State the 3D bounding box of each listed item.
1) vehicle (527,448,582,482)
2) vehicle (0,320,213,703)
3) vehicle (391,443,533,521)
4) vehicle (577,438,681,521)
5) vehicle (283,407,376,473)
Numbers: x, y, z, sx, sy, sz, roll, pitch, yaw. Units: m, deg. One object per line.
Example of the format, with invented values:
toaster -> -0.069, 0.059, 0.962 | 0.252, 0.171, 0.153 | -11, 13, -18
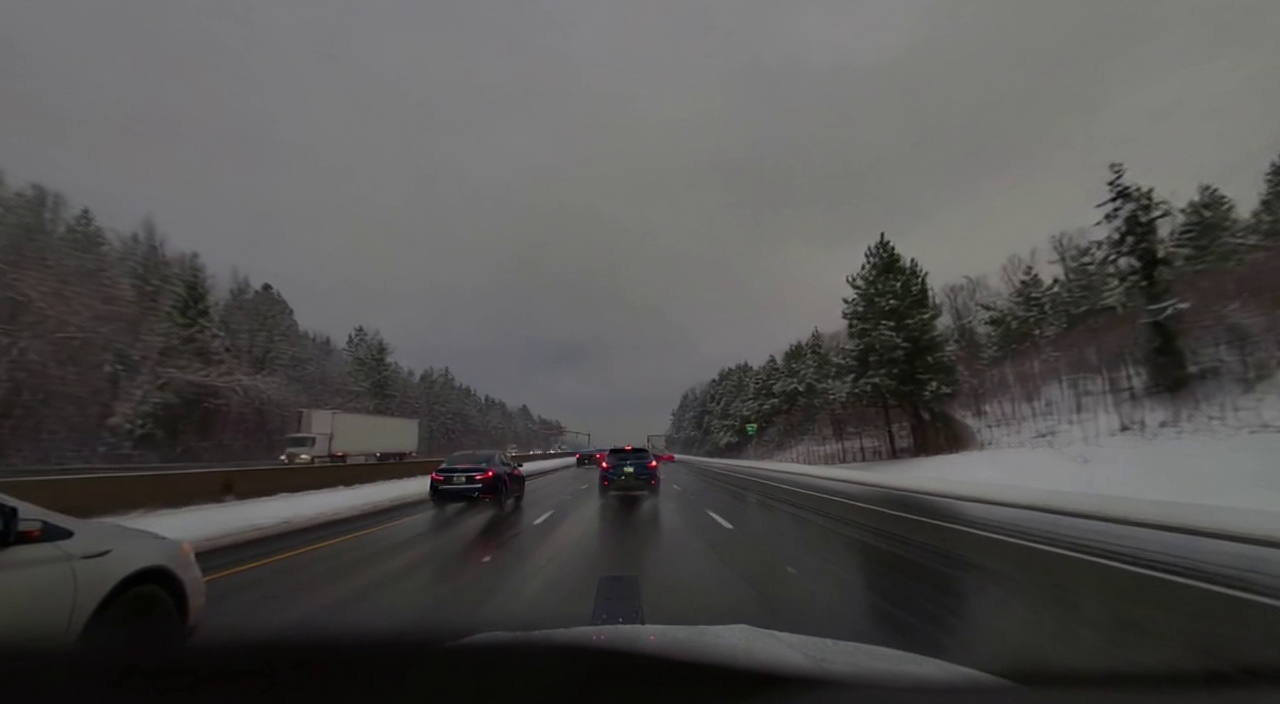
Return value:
vehicle -> -4.040, 5.411, 30.501 | 1.999, 1.484, 4.269 | 0, -9, 1
vehicle -> -3.966, 0.625, 1.571 | 2.243, 1.889, 4.949 | 0, -9, 1
vehicle -> -3.871, 2.900, 14.616 | 1.988, 1.501, 4.438 | 0, -9, 0
vehicle -> -0.231, 2.734, 13.916 | 1.996, 1.574, 3.426 | 0, -9, -1
vehicle -> -19.956, 5.784, 41.042 | 2.966, 3.958, 5.847 | 0, -9, -1
